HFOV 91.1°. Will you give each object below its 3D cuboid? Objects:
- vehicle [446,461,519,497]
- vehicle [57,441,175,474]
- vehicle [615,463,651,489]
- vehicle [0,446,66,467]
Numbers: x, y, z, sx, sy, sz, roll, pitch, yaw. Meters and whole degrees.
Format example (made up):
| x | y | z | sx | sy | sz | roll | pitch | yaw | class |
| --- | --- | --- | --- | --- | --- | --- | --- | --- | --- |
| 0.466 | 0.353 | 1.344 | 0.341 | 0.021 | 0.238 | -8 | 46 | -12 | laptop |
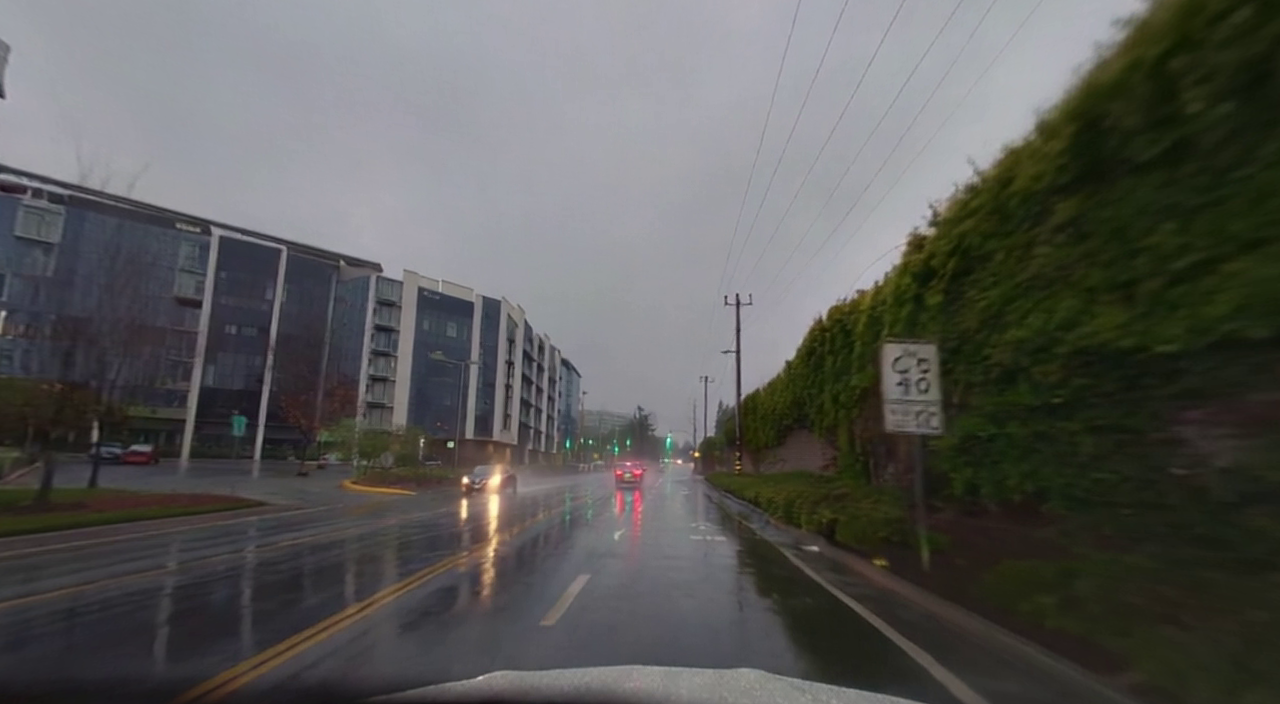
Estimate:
| x | y | z | sx | sy | sz | roll | pitch | yaw | class |
| --- | --- | --- | --- | --- | --- | --- | --- | --- | --- |
| -7.041 | 5.753 | 28.660 | 1.979 | 1.499 | 4.666 | 0 | -10 | 2 | vehicle |
| -33.443 | 6.795 | 40.331 | 2.033 | 1.959 | 5.294 | -4 | -11 | 22 | vehicle |
| -0.401 | 8.170 | 41.577 | 2.067 | 1.629 | 3.858 | 0 | -10 | 5 | vehicle |
| -44.709 | 7.650 | 45.726 | 1.714 | 1.464 | 3.804 | -3 | -11 | 20 | vehicle |
